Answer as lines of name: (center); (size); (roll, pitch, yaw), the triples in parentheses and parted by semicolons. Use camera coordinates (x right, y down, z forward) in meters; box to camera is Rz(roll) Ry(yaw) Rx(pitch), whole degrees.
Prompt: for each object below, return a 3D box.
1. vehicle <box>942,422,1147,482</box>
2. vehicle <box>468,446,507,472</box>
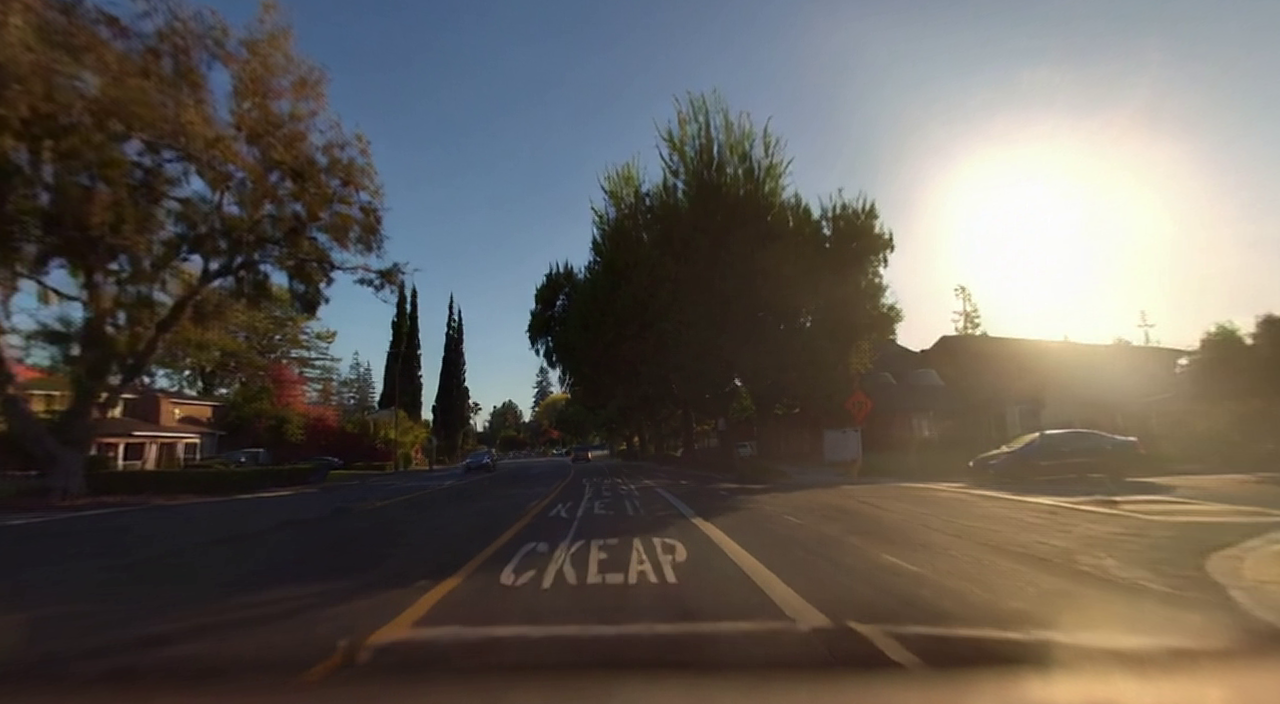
vehicle: (11.850, 2.951, 18.779); (4.702, 1.661, 1.977); (0, -8, 0)
vehicle: (-10.989, 7.720, 45.863); (2.053, 1.727, 4.651); (1, -8, -5)
